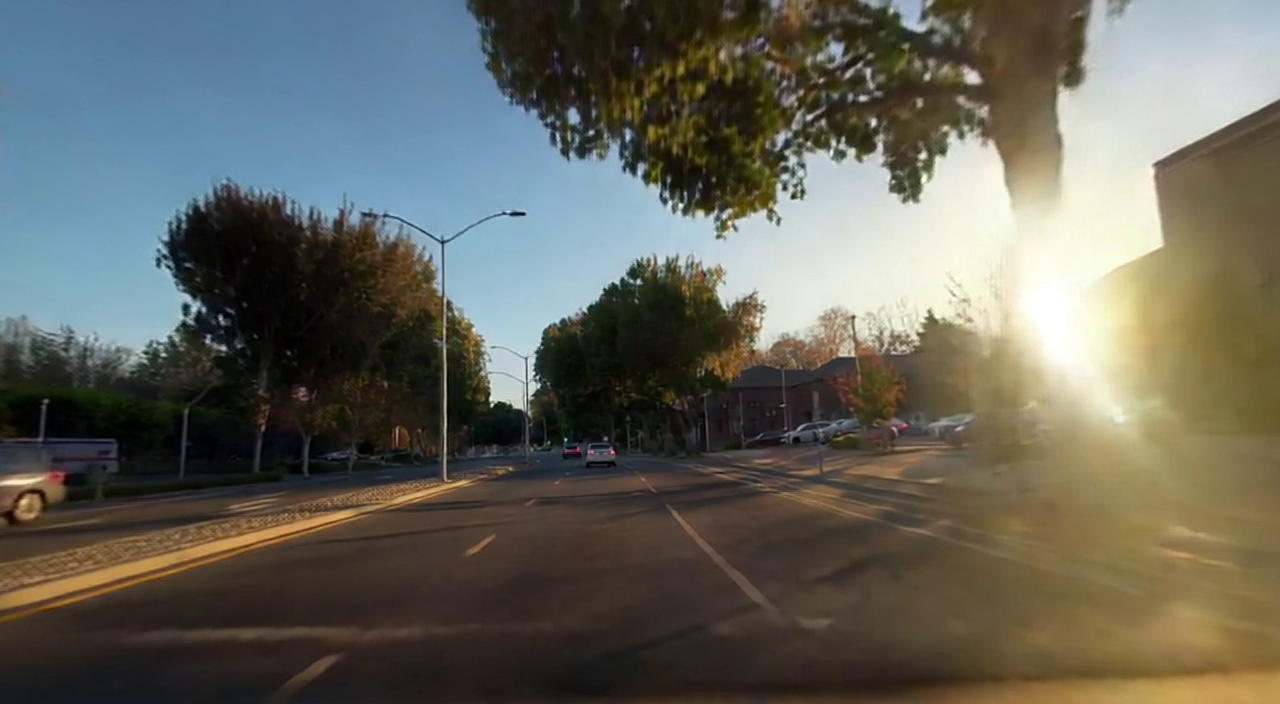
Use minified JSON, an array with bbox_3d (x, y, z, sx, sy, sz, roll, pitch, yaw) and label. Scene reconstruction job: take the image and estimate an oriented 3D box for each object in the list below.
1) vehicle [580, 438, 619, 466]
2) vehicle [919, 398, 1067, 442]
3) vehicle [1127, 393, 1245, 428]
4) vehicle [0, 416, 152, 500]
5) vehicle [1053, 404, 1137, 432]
[{"bbox_3d":[-2.570,6.208,39.332,2.197,1.642,4.312,1,-8,-6],"label":"vehicle"},{"bbox_3d":[14.551,2.858,26.219,4.851,1.737,2.189,1,-8,-6],"label":"vehicle"},{"bbox_3d":[29.414,3.232,34.262,2.175,1.626,4.598,0,-8,-2],"label":"vehicle"},{"bbox_3d":[-30.174,5.431,32.940,3.377,3.796,8.315,0,-8,-6],"label":"vehicle"},{"bbox_3d":[29.084,4.281,40.605,1.900,1.570,4.438,0,-8,-3],"label":"vehicle"}]
